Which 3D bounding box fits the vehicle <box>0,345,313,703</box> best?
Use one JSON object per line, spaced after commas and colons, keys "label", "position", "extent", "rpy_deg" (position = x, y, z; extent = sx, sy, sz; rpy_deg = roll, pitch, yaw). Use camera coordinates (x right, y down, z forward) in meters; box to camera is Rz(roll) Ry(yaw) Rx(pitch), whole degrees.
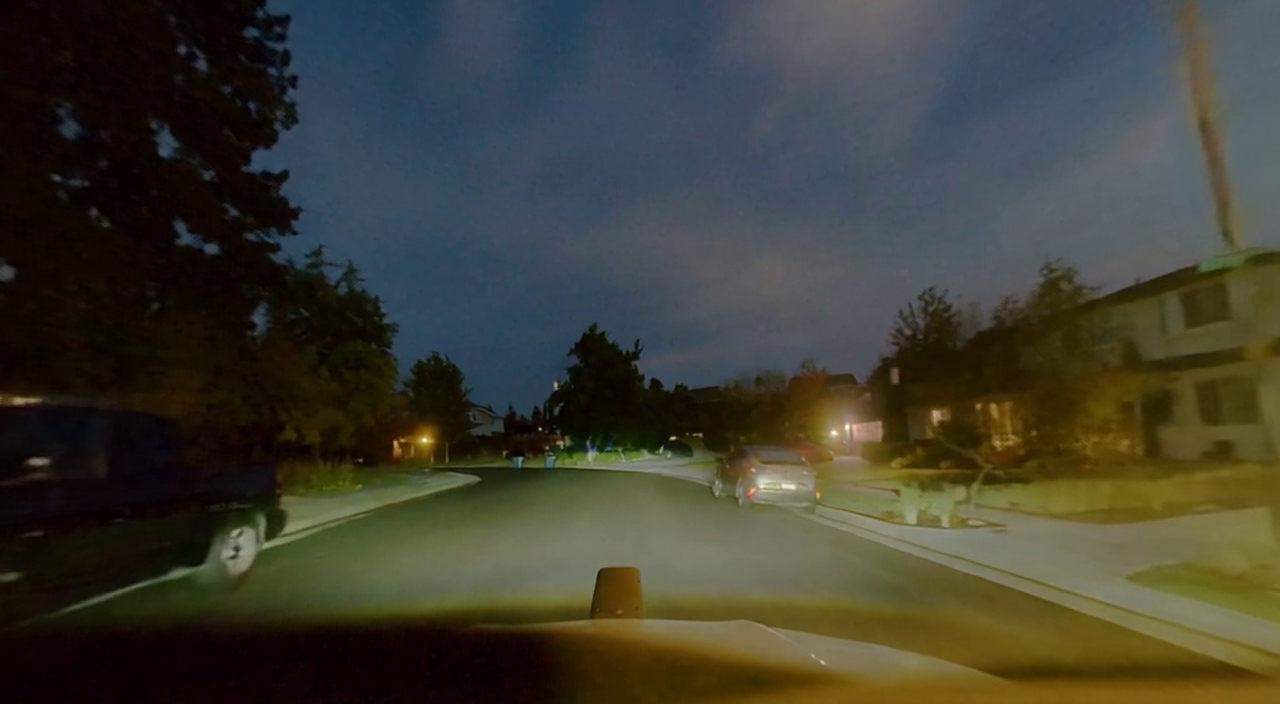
{"label": "vehicle", "position": [-4.710, 1.113, 4.423], "extent": [2.182, 1.962, 5.446], "rpy_deg": [0, -9, -4]}

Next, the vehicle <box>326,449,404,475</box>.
{"label": "vehicle", "position": [-18.312, 7.333, 41.931], "extent": [4.330, 1.657, 2.037], "rpy_deg": [-3, -9, 14]}

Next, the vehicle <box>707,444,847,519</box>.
{"label": "vehicle", "position": [3.050, 3.011, 15.214], "extent": [1.998, 1.489, 4.722], "rpy_deg": [0, -9, -4]}
